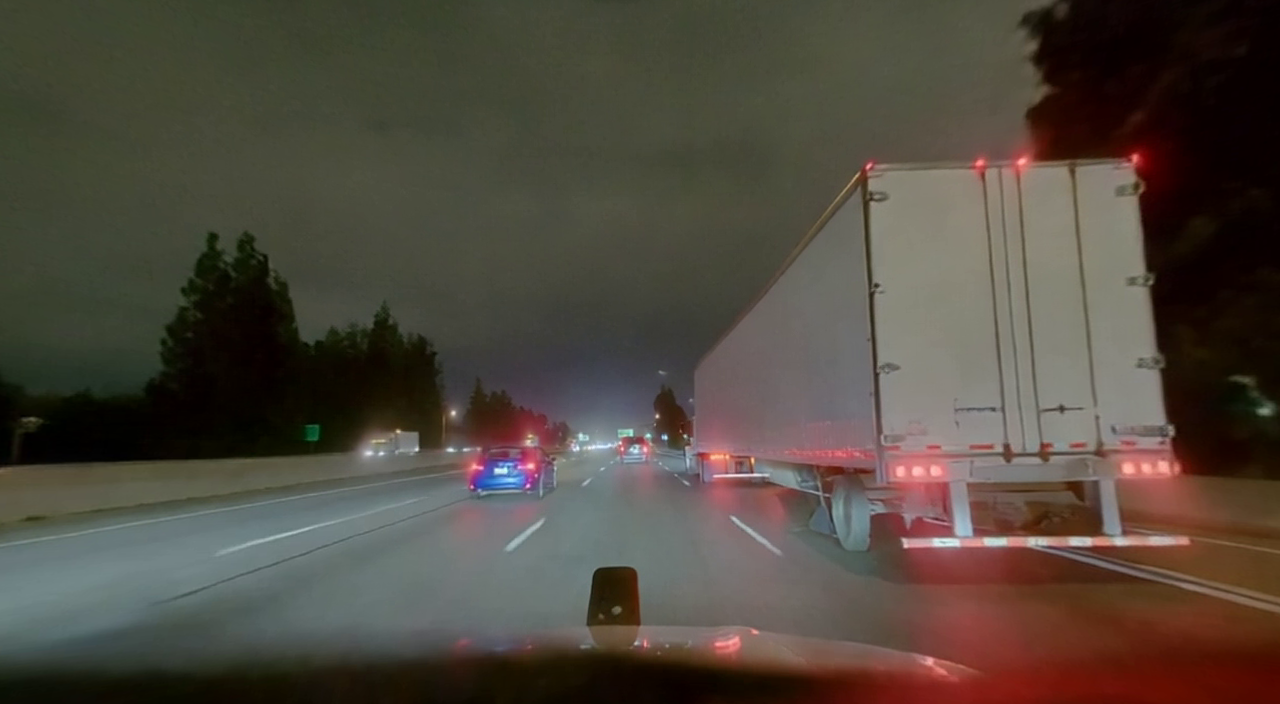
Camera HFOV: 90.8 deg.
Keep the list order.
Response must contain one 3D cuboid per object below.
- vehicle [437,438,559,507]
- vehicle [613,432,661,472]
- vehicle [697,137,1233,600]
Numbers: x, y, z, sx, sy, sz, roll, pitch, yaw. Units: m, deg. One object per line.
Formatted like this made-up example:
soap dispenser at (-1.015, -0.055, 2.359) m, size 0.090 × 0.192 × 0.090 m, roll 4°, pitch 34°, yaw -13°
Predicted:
vehicle at (-3.195, 2.802, 15.228) m, size 1.864 × 1.406 × 4.544 m, roll 0°, pitch -8°, yaw 0°
vehicle at (-0.146, 4.900, 31.178) m, size 2.203 × 1.805 × 4.358 m, roll 0°, pitch -8°, yaw 0°
vehicle at (3.416, 1.135, 13.032) m, size 2.876 × 4.086 × 15.117 m, roll 0°, pitch -8°, yaw -1°
